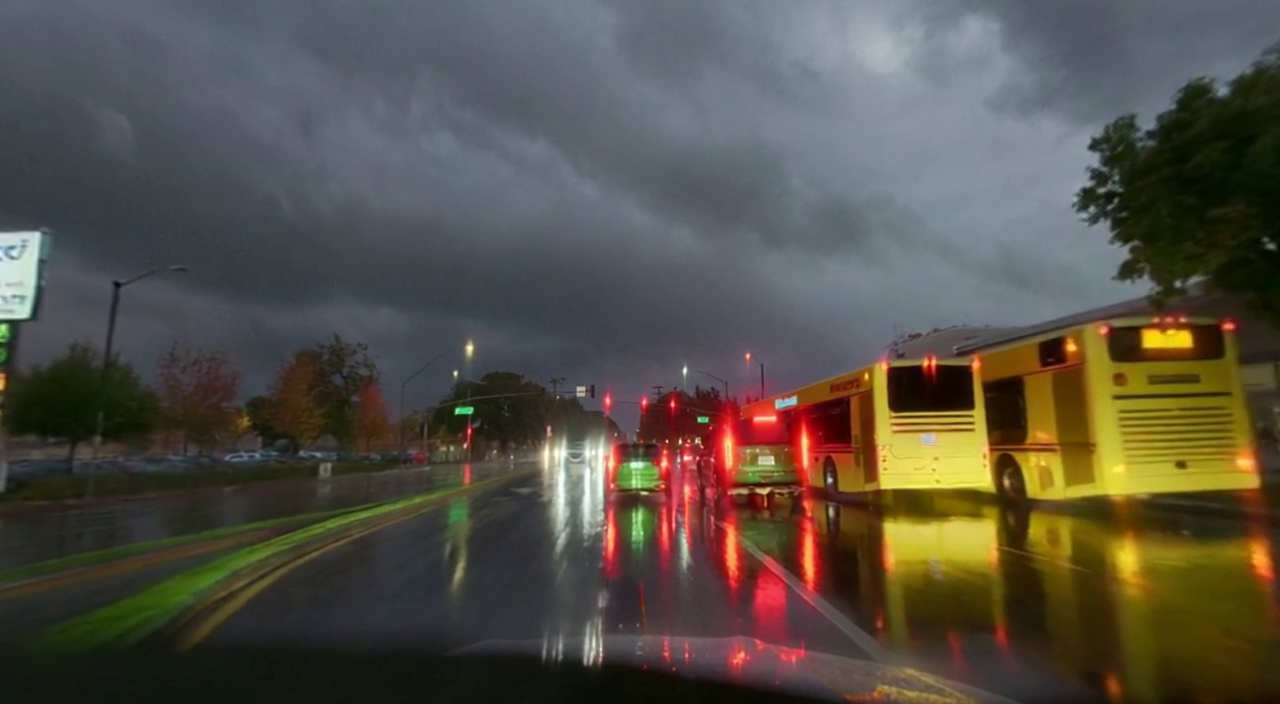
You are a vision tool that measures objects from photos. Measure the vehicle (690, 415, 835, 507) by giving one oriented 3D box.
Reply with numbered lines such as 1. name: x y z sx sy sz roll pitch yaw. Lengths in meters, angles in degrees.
1. vehicle: 2.874 2.802 16.627 2.490 1.951 5.931 0 -9 -2

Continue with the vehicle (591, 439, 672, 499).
1. vehicle: -0.279 3.294 18.187 2.071 1.525 3.723 0 -9 -2

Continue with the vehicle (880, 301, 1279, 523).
1. vehicle: 10.164 1.844 16.962 3.181 4.110 10.468 0 -9 -1

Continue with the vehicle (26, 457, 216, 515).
1. vehicle: -14.775 3.803 18.375 1.960 1.396 4.185 0 -9 0

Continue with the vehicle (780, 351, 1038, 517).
1. vehicle: 6.353 2.260 17.117 2.879 3.318 8.881 0 -8 -1

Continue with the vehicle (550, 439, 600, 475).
1. vehicle: -3.290 5.388 32.715 2.180 1.708 4.397 0 -9 -1
